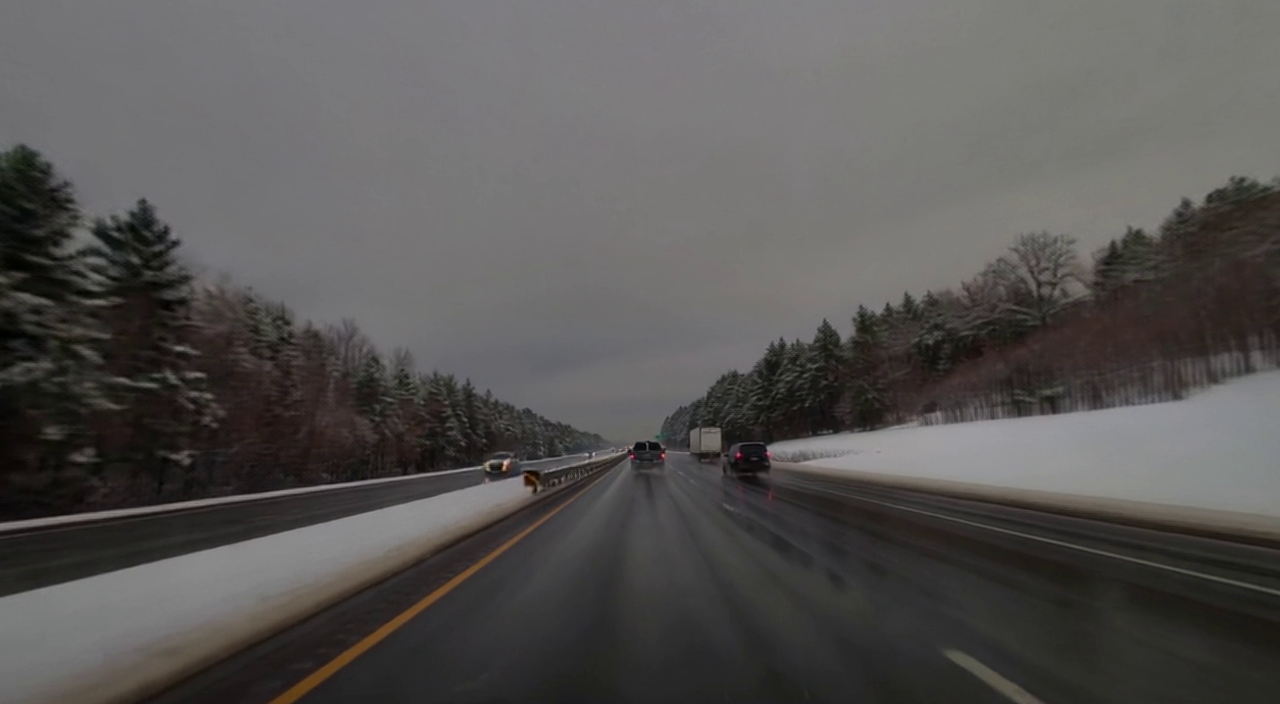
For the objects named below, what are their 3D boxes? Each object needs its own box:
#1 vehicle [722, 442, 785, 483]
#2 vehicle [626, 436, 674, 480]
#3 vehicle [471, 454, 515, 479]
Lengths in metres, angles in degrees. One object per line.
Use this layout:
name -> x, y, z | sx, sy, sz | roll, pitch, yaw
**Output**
vehicle -> 4.598, 4.547, 26.120 | 1.868, 1.566, 3.509 | 0, -9, -1
vehicle -> 0.446, 5.039, 30.209 | 2.143, 1.925, 4.101 | 0, -9, 0
vehicle -> -9.488, 7.407, 41.064 | 1.827, 1.488, 4.455 | 0, -9, 0
